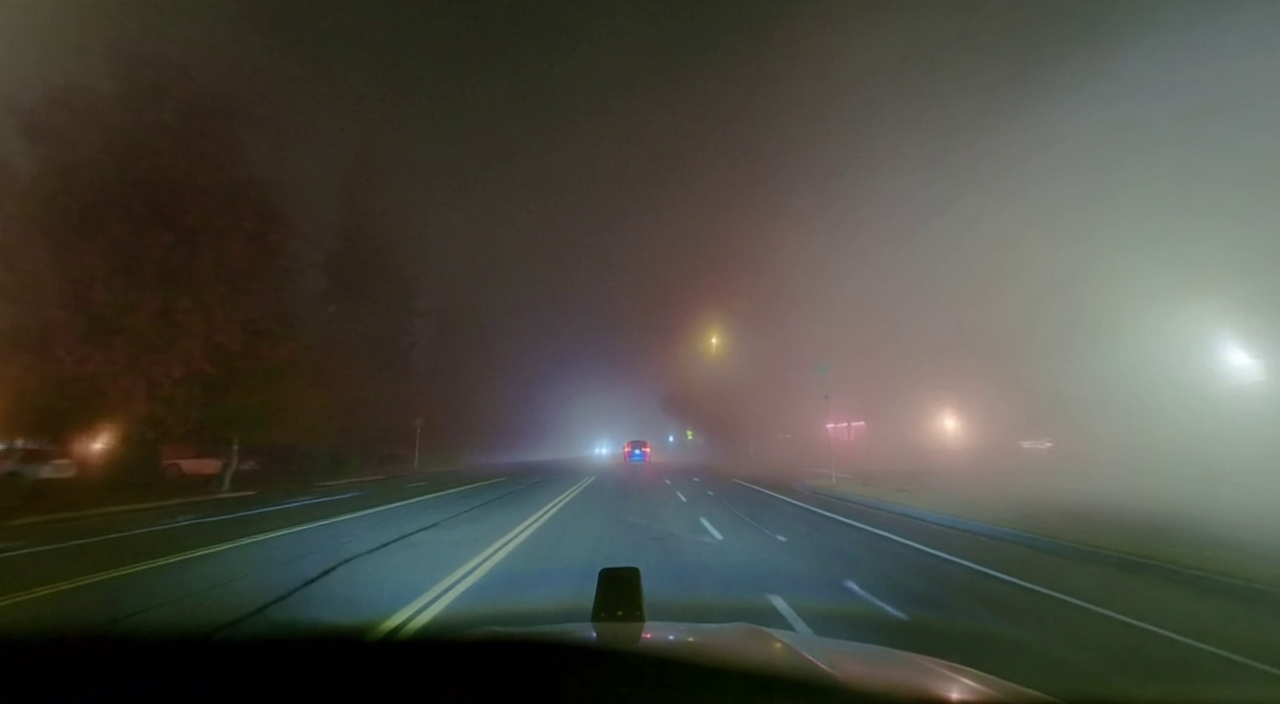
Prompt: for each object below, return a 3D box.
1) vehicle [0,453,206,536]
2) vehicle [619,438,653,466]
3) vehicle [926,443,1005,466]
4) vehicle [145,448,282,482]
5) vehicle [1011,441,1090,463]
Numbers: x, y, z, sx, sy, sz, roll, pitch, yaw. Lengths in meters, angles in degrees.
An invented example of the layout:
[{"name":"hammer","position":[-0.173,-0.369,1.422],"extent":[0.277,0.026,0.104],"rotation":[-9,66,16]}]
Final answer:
[{"name":"vehicle","position":[-12.279,3.025,14.048],"extent":[2.090,1.478,4.376],"rotation":[0,-8,0]},{"name":"vehicle","position":[-0.253,6.835,43.469],"extent":[2.230,1.827,4.298],"rotation":[0,-8,0]},{"name":"vehicle","position":[22.193,6.968,43.167],"extent":[4.218,1.505,2.169],"rotation":[1,-9,-8]},{"name":"vehicle","position":[-19.879,5.245,29.600],"extent":[4.818,1.506,2.289],"rotation":[-1,-8,4]},{"name":"vehicle","position":[28.591,6.943,44.050],"extent":[4.359,1.479,1.890],"rotation":[1,-9,-7]}]
